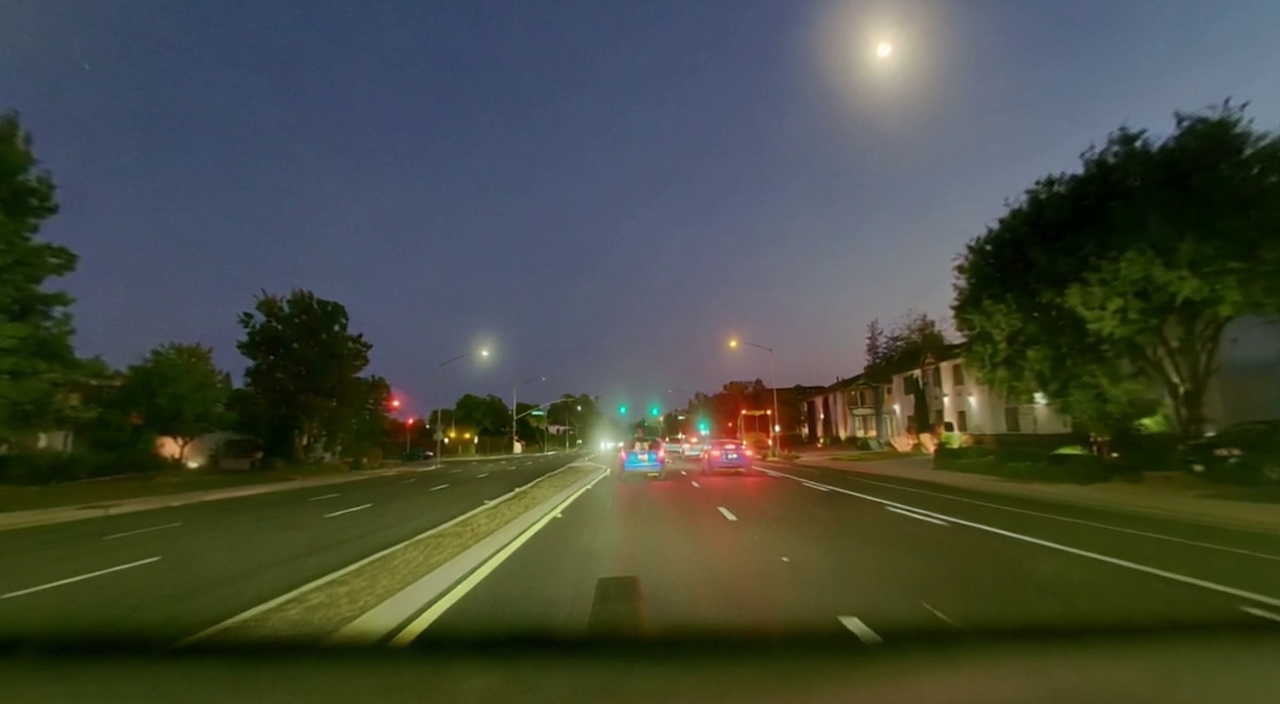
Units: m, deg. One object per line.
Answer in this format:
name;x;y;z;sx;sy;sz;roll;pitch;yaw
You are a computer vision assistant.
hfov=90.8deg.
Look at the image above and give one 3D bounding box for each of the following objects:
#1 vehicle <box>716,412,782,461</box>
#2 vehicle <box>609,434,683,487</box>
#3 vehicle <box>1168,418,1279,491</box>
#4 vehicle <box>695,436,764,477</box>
vehicle;7.891;6.476;47.725;2.940;3.202;12.480;0;-9;1
vehicle;0.174;3.391;19.996;2.093;1.497;4.010;0;-9;0
vehicle;15.217;2.325;14.513;4.456;1.520;1.911;0;-9;-3
vehicle;3.555;4.261;26.042;2.161;1.519;4.568;0;-9;0
